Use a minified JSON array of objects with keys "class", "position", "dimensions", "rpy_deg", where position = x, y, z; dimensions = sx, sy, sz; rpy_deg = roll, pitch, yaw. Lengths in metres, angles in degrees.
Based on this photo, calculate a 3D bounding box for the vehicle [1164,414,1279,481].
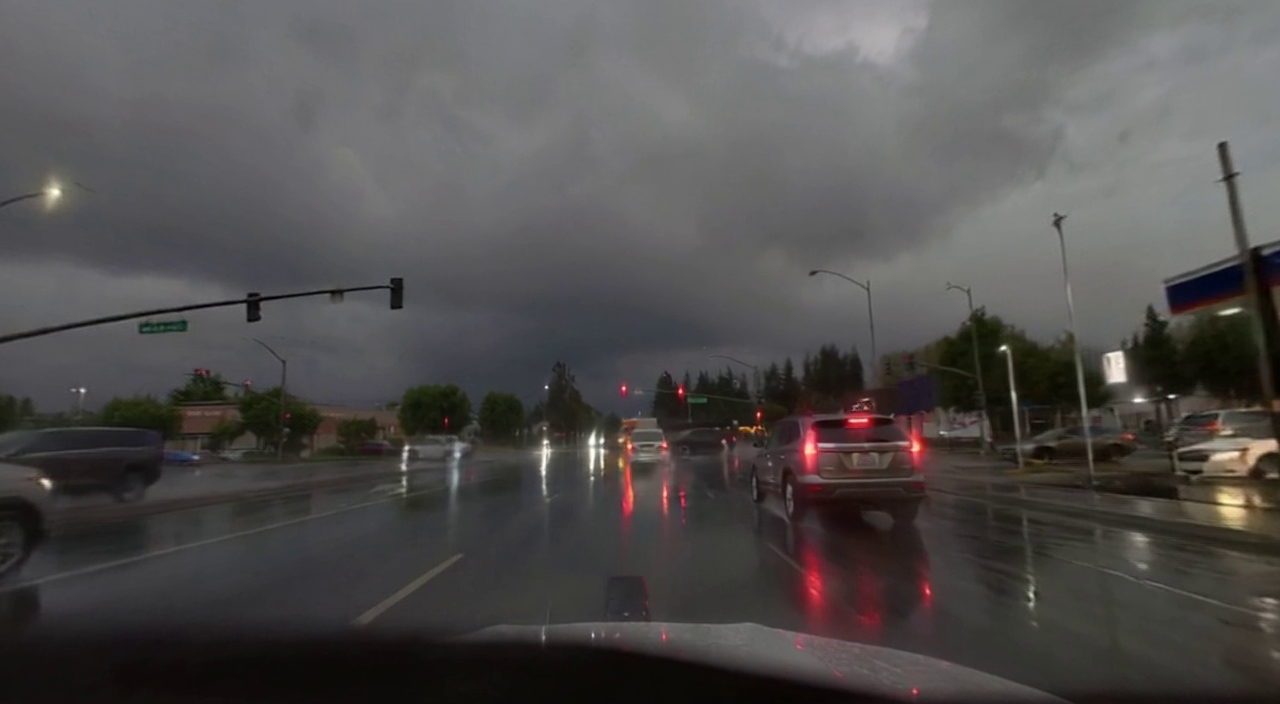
[{"class":"vehicle","position":[15.837,2.373,15.685],"dimensions":[3.793,1.549,2.010],"rpy_deg":[0,-8,-2]}]

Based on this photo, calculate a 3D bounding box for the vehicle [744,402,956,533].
[{"class":"vehicle","position":[3.234,1.901,10.841],"dimensions":[2.083,1.779,4.347],"rpy_deg":[0,-8,-1]}]

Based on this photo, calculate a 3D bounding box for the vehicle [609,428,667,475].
[{"class":"vehicle","position":[-0.030,3.893,24.801],"dimensions":[2.067,1.702,3.987],"rpy_deg":[0,-8,1]}]

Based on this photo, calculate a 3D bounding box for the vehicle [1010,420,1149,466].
[{"class":"vehicle","position":[16.797,3.489,24.233],"dimensions":[3.848,1.674,1.887],"rpy_deg":[0,-8,2]}]

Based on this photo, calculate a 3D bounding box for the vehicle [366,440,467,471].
[{"class":"vehicle","position":[-11.626,5.410,33.133],"dimensions":[1.835,1.485,4.788],"rpy_deg":[-5,-10,32]}]

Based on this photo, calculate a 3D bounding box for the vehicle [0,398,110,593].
[{"class":"vehicle","position":[-6.932,1.125,4.466],"dimensions":[2.011,1.774,4.866],"rpy_deg":[0,-8,1]}]
